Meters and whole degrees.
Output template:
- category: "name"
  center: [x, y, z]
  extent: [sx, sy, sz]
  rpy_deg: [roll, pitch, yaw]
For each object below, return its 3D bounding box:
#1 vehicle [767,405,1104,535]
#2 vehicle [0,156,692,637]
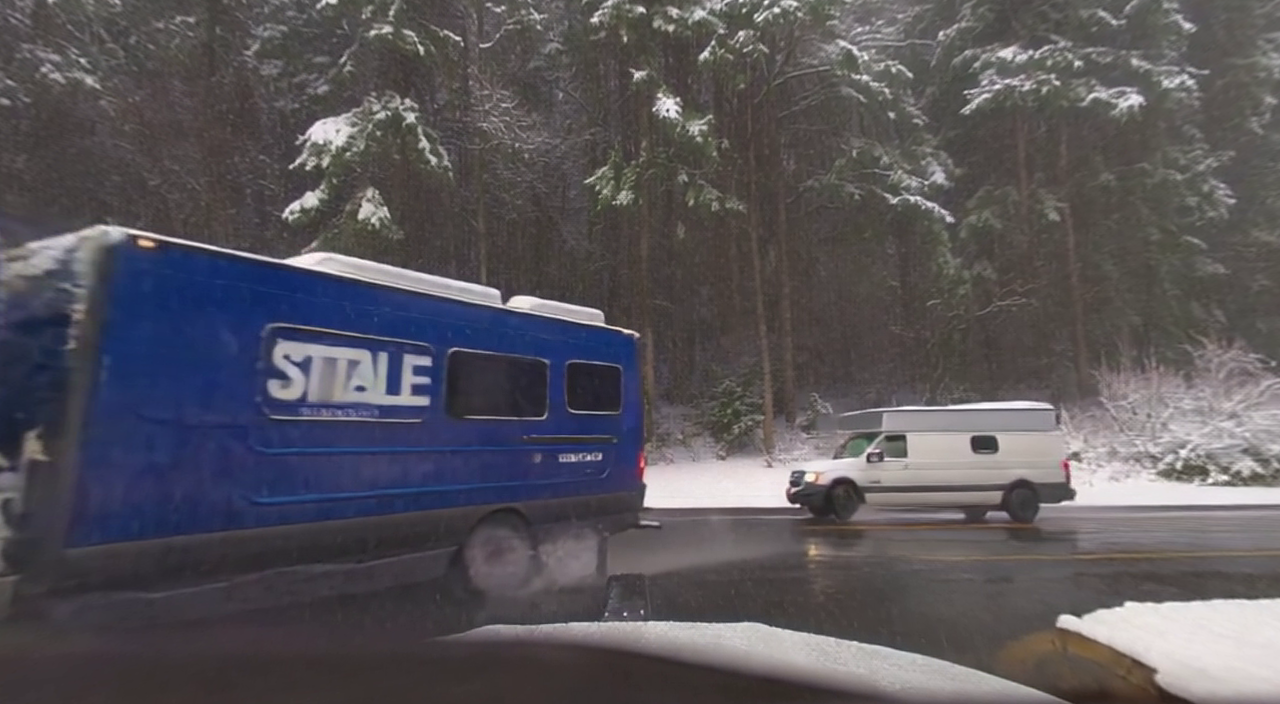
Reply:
- category: "vehicle"
  center: [5.931, 2.410, 13.247]
  extent: [5.923, 2.424, 2.247]
  rpy_deg: [0, -9, -5]
- category: "vehicle"
  center: [-3.730, 0.713, 7.628]
  extent: [9.765, 3.622, 2.740]
  rpy_deg: [8, -12, -42]
